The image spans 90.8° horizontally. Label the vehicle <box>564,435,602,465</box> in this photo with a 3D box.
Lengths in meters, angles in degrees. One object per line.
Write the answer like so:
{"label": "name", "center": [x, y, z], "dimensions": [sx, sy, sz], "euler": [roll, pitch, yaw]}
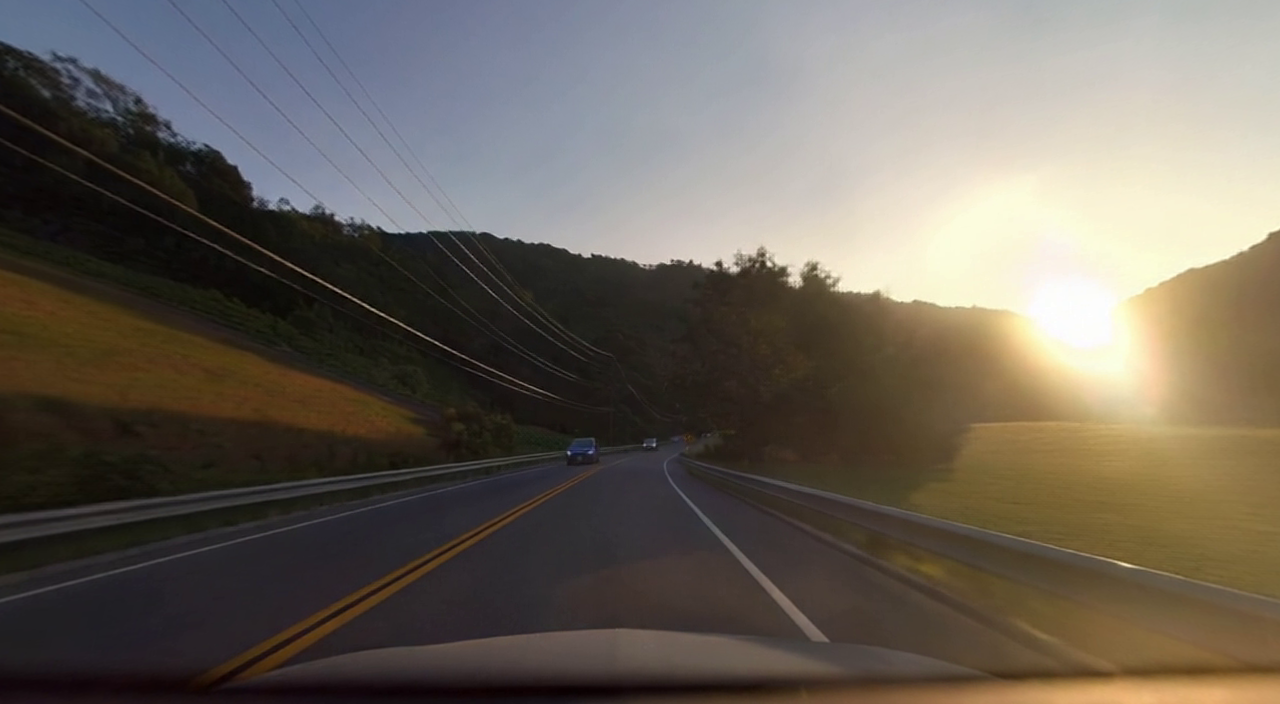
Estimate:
{"label": "vehicle", "center": [-3.780, 6.595, 42.622], "dimensions": [1.997, 1.874, 4.269], "euler": [-1, -9, 2]}
